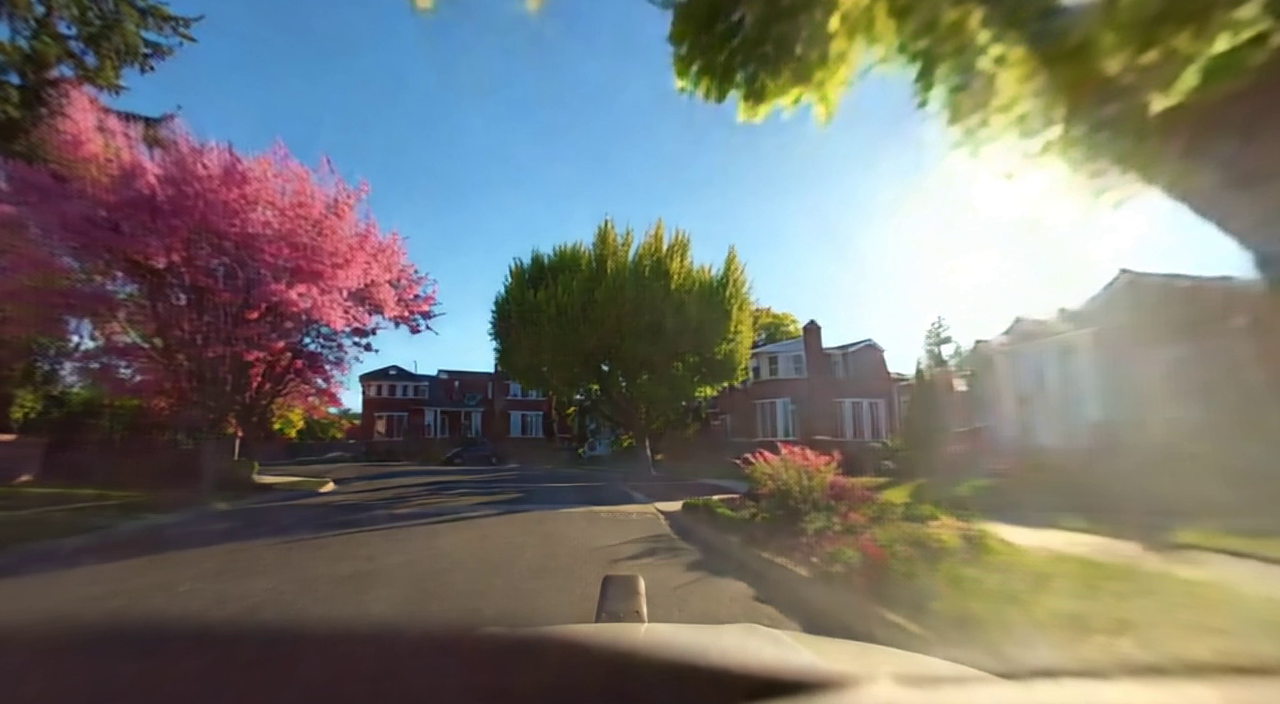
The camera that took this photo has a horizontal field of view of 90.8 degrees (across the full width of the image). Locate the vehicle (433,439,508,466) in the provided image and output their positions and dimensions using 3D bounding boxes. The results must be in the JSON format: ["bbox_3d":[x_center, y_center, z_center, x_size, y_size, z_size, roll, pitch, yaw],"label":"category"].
[{"bbox_3d":[-12.248,7.283,45.805,4.815,1.827,2.147,0,-9,-1],"label":"vehicle"}]

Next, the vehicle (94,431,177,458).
[{"bbox_3d":[-34.078,6.223,42.722,4.237,1.728,2.203,-2,-9,16],"label":"vehicle"}]
